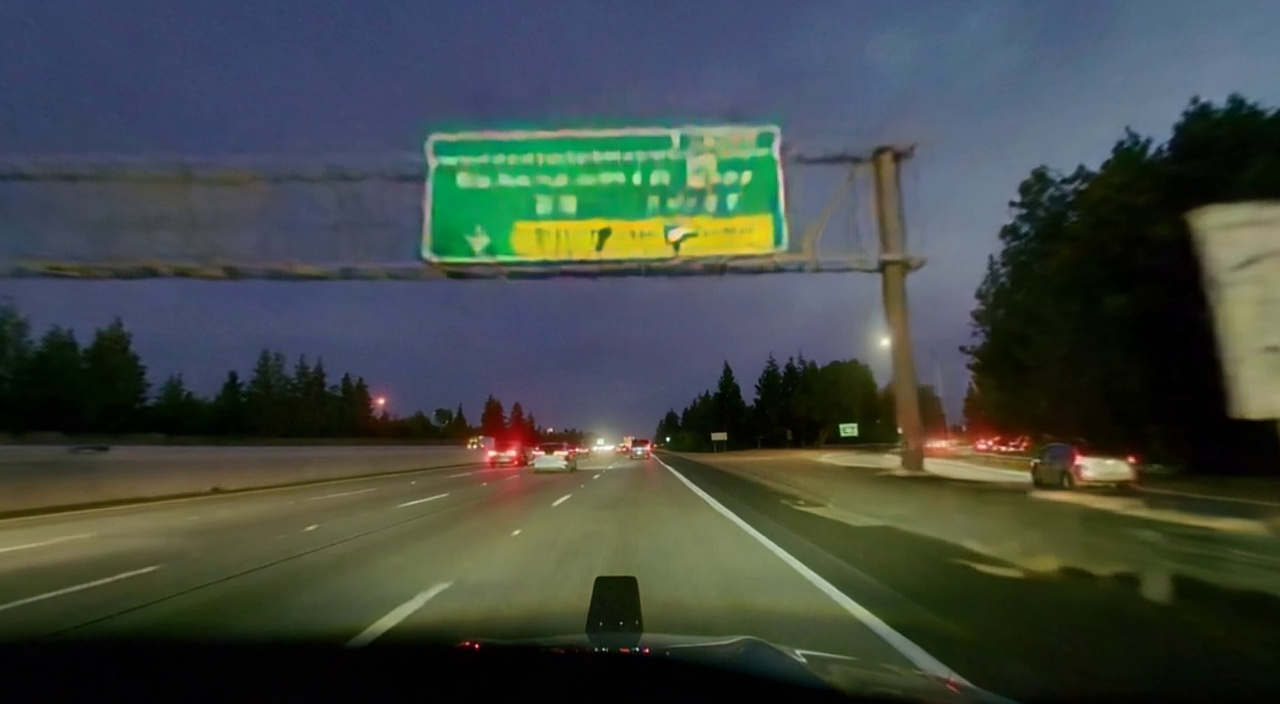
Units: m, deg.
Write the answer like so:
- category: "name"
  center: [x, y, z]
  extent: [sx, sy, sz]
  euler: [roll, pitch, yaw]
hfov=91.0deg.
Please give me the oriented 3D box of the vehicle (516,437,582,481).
- category: "vehicle"
  center: [-3.788, 4.547, 26.926]
  extent: [2.094, 1.695, 4.260]
  euler: [0, -9, 1]

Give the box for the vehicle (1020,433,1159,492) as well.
- category: "vehicle"
  center: [15.710, 3.873, 22.415]
  extent: [2.200, 1.827, 4.822]
  euler: [-2, -9, 12]

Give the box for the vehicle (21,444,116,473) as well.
- category: "vehicle"
  center: [-31.227, 5.822, 34.560]
  extent: [1.651, 1.464, 3.729]
  euler: [0, -9, 1]

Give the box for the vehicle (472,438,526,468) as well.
- category: "vehicle"
  center: [-10.278, 7.398, 46.428]
  extent: [2.519, 2.029, 6.180]
  euler: [0, -9, 1]
